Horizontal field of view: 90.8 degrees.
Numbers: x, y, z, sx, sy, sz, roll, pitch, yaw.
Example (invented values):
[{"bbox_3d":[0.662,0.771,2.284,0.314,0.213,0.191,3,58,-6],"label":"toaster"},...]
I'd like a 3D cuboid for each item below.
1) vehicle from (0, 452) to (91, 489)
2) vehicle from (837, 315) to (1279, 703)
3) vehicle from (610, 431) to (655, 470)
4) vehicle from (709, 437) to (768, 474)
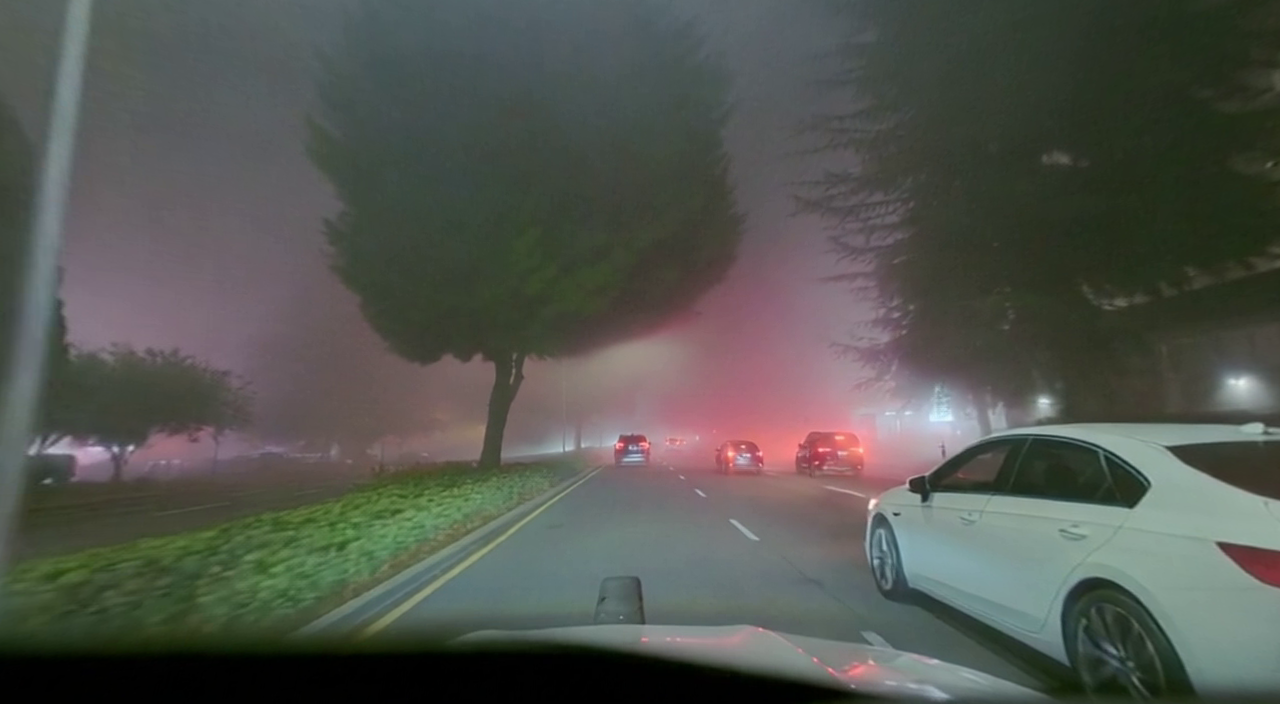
[{"bbox_3d":[-30.832,5.891,31.577,4.678,1.692,2.118,0,-8,0],"label":"vehicle"},{"bbox_3d":[3.015,0.994,3.808,2.153,1.658,4.485,0,-8,-1],"label":"vehicle"},{"bbox_3d":[-0.390,4.908,31.718,2.106,1.798,4.168,0,-8,0],"label":"vehicle"},{"bbox_3d":[4.098,4.382,26.959,1.883,1.452,4.258,0,-8,0],"label":"vehicle"}]
